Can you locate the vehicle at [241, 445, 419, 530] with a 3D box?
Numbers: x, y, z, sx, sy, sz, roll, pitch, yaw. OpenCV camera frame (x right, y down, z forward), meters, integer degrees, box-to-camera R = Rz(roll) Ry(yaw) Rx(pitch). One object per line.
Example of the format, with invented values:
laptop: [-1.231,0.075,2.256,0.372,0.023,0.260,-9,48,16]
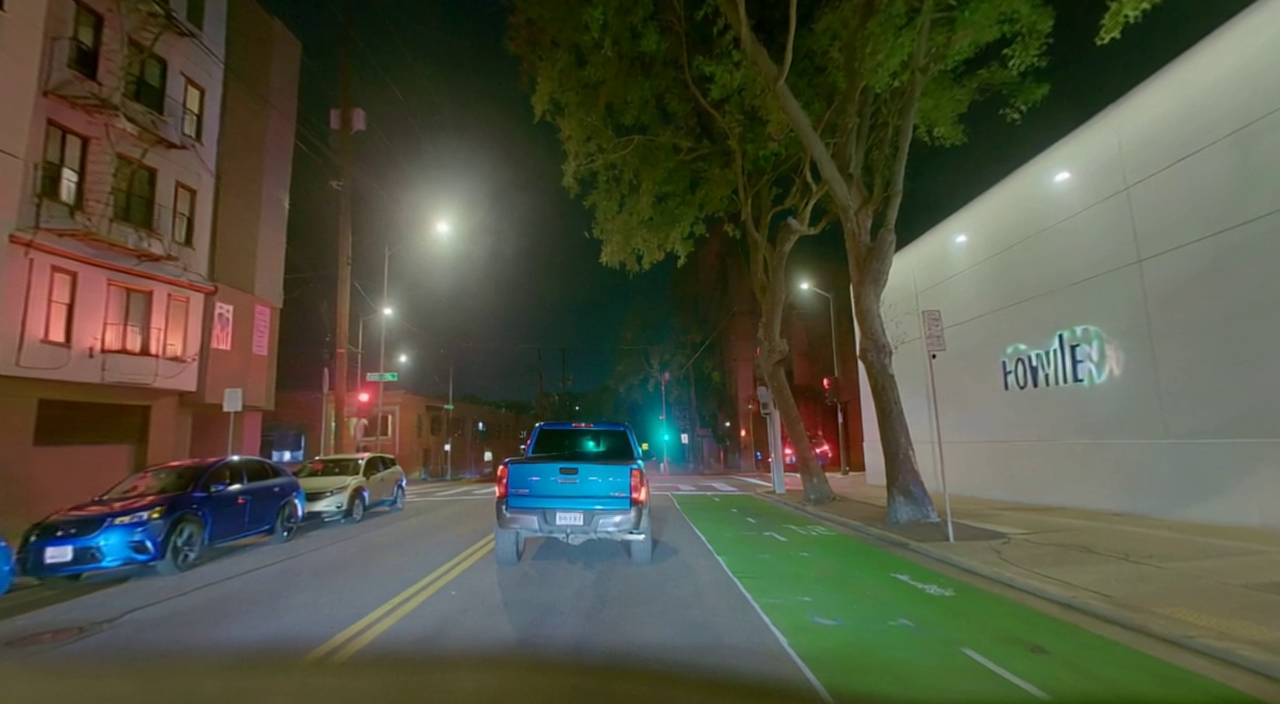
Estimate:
vehicle: [-7.388,3.214,15.801,1.884,1.730,5.076,0,-8,0]

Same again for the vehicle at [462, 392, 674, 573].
vehicle: [-0.733,1.711,9.020,2.215,1.882,4.611,0,-8,1]

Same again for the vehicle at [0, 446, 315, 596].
vehicle: [-7.229,2.437,10.131,1.882,1.686,4.489,-4,-8,-3]
